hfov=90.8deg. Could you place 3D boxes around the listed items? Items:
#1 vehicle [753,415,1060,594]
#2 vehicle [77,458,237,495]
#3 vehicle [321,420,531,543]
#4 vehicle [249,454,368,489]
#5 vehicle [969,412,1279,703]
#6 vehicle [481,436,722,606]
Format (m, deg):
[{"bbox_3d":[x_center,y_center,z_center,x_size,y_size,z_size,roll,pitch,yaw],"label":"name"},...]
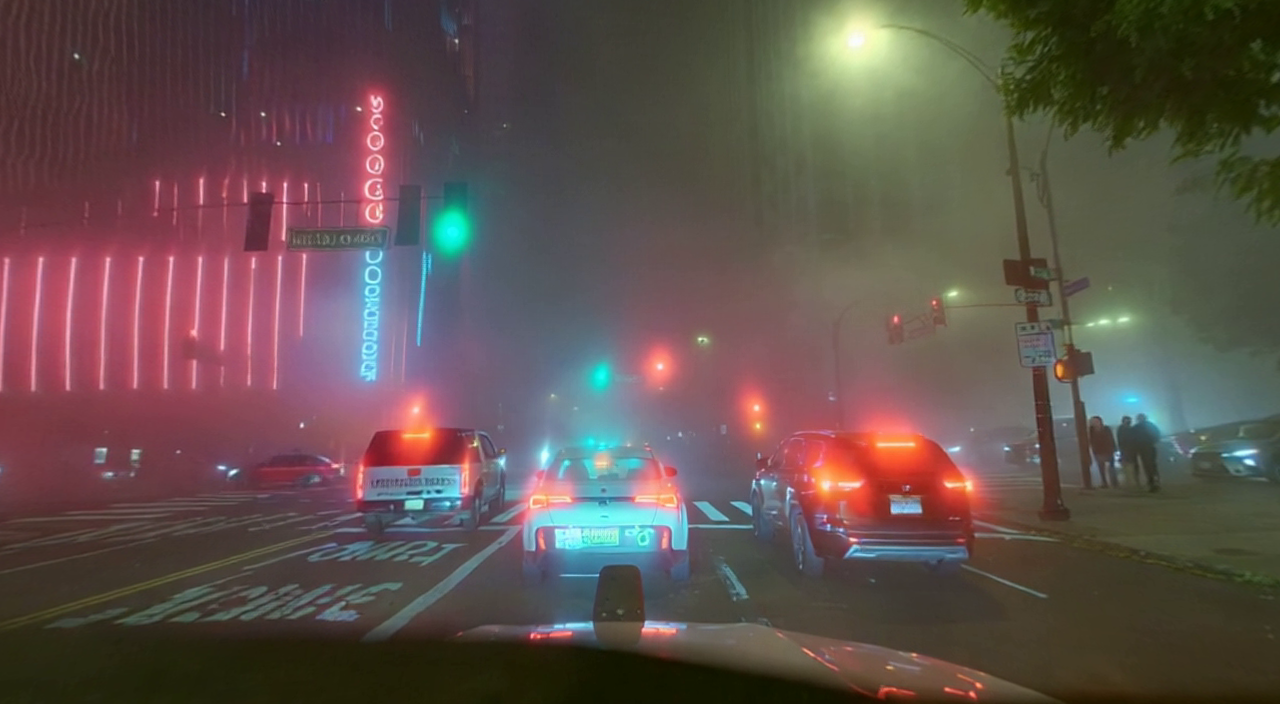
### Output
[{"bbox_3d":[3.043,1.846,8.626,2.072,1.735,4.759,0,-8,0],"label":"vehicle"},{"bbox_3d":[-20.284,5.242,26.692,5.153,1.449,1.966,0,-8,0],"label":"vehicle"},{"bbox_3d":[-3.697,2.351,12.252,2.190,1.840,5.272,0,-8,1],"label":"vehicle"},{"bbox_3d":[-15.240,5.456,29.120,4.673,1.478,2.114,-3,-9,18],"label":"vehicle"},{"bbox_3d":[2.737,0.805,1.112,1.902,1.454,4.540,0,-8,1],"label":"vehicle"},{"bbox_3d":[-0.356,1.784,7.642,2.092,1.454,4.132,0,-8,-1],"label":"vehicle"}]
